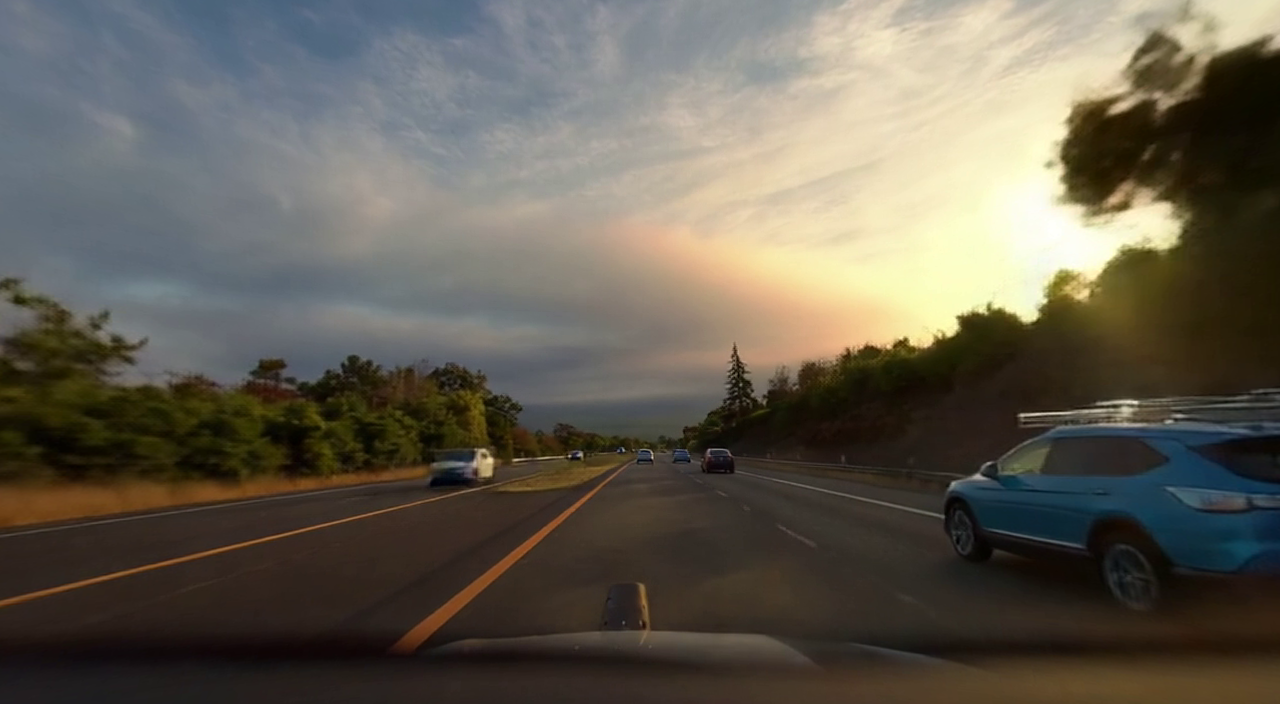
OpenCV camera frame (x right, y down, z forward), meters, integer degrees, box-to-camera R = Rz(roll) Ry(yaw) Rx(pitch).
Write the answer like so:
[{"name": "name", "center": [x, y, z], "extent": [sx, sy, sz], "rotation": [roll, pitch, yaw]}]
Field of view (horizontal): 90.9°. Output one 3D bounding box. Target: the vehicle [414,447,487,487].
[{"name": "vehicle", "center": [-8.775, 5.354, 29.590], "extent": [2.087, 1.687, 4.227], "rotation": [0, -9, 0]}]

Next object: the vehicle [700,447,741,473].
[{"name": "vehicle", "center": [4.888, 6.595, 38.663], "extent": [1.964, 1.513, 3.707], "rotation": [0, -9, -1]}]

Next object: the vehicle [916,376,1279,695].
[{"name": "vehicle", "center": [4.218, 1.233, 5.211], "extent": [1.978, 1.604, 4.128], "rotation": [0, -9, 0]}]

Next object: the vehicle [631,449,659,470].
[{"name": "vehicle", "center": [0.351, 7.863, 46.280], "extent": [1.991, 1.459, 3.769], "rotation": [0, -9, 0]}]
